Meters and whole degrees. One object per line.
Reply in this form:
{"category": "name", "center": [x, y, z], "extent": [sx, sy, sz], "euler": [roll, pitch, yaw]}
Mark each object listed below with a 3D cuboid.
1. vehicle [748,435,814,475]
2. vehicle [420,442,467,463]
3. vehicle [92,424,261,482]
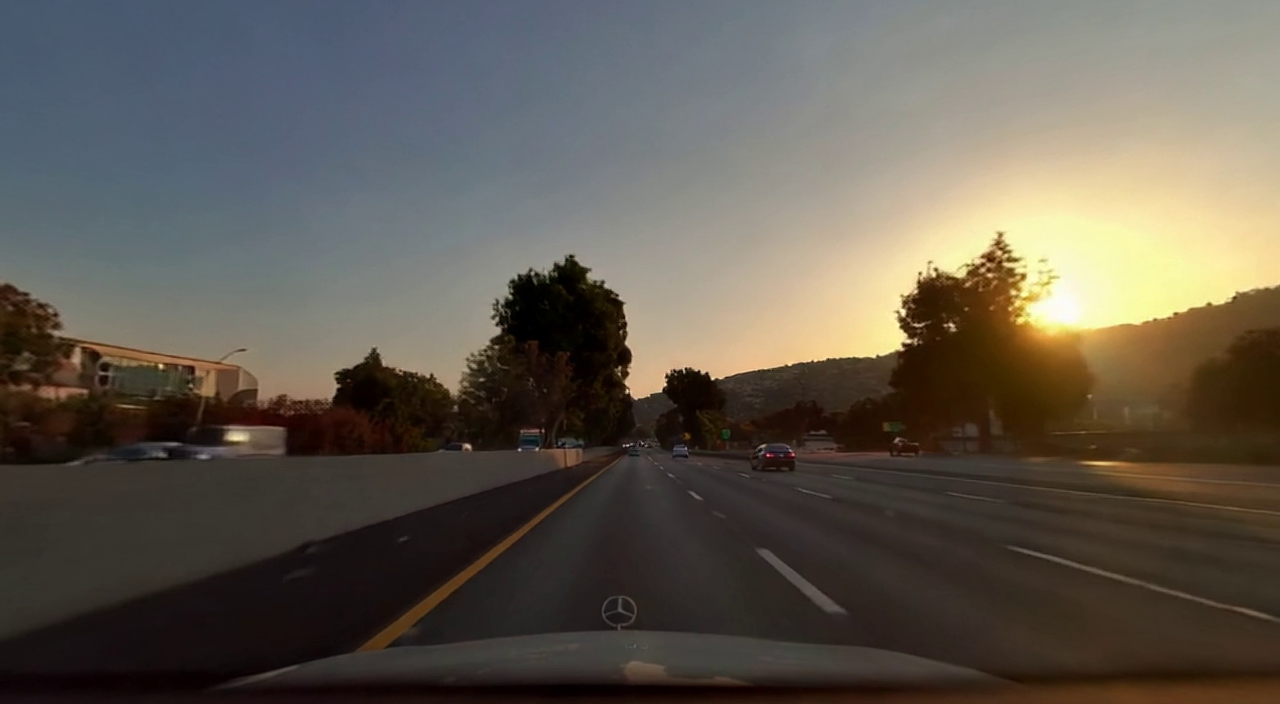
{"category": "vehicle", "center": [6.472, 4.813, 29.586], "extent": [2.030, 1.706, 4.279], "euler": [0, -9, -1]}
{"category": "vehicle", "center": [-15.063, 7.726, 48.728], "extent": [2.000, 1.529, 5.012], "euler": [0, -9, 0]}
{"category": "vehicle", "center": [-18.661, 4.123, 25.977], "extent": [2.426, 2.074, 5.953], "euler": [0, -9, 0]}
